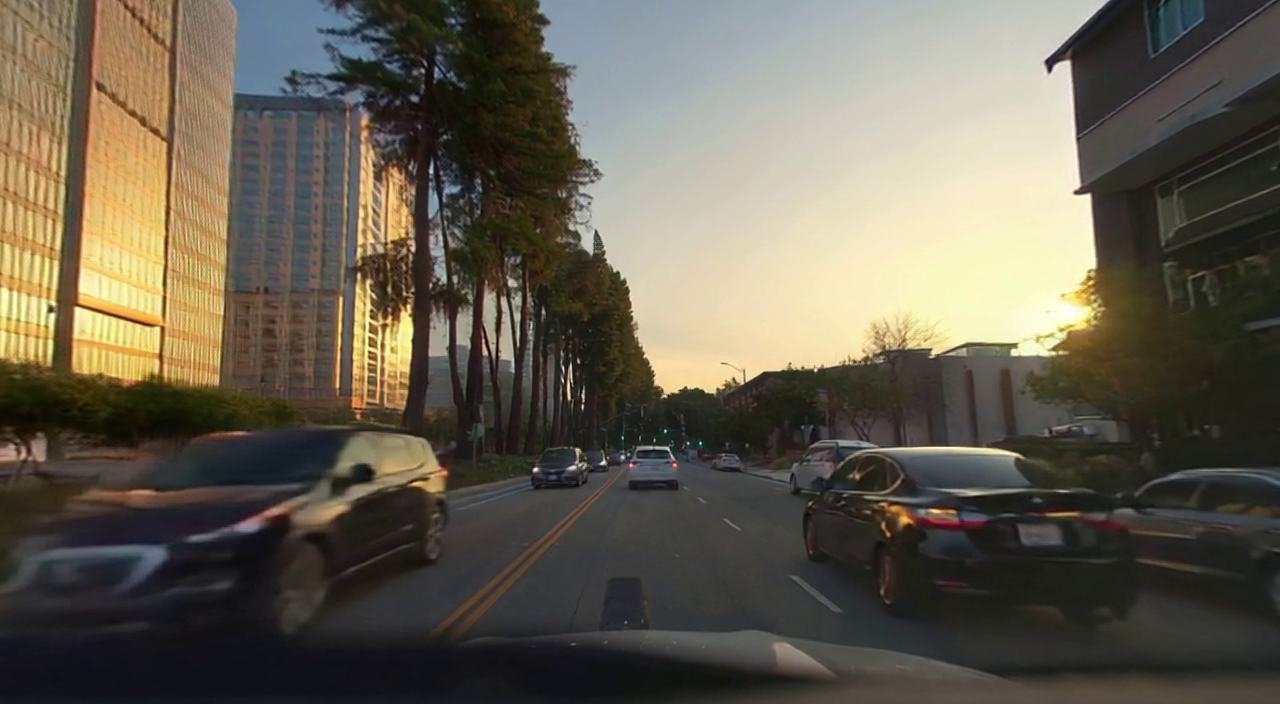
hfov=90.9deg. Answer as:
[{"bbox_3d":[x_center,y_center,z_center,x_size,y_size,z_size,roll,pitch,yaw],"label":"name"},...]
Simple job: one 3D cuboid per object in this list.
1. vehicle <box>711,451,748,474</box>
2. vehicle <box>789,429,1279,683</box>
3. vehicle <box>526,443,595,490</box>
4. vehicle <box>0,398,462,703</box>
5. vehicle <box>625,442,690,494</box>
[{"bbox_3d":[6.216,7.746,44.291,1.885,1.467,4.546,0,-9,0],"label":"vehicle"},{"bbox_3d":[2.910,1.567,5.982,1.991,1.536,4.116,0,-9,0],"label":"vehicle"},{"bbox_3d":[-3.109,4.585,25.517,2.124,1.731,4.227,0,-9,2],"label":"vehicle"},{"bbox_3d":[-3.425,1.470,5.887,2.167,1.717,4.448,0,-9,0],"label":"vehicle"},{"bbox_3d":[0.595,4.047,22.284,2.105,1.653,3.887,0,-9,1],"label":"vehicle"}]
